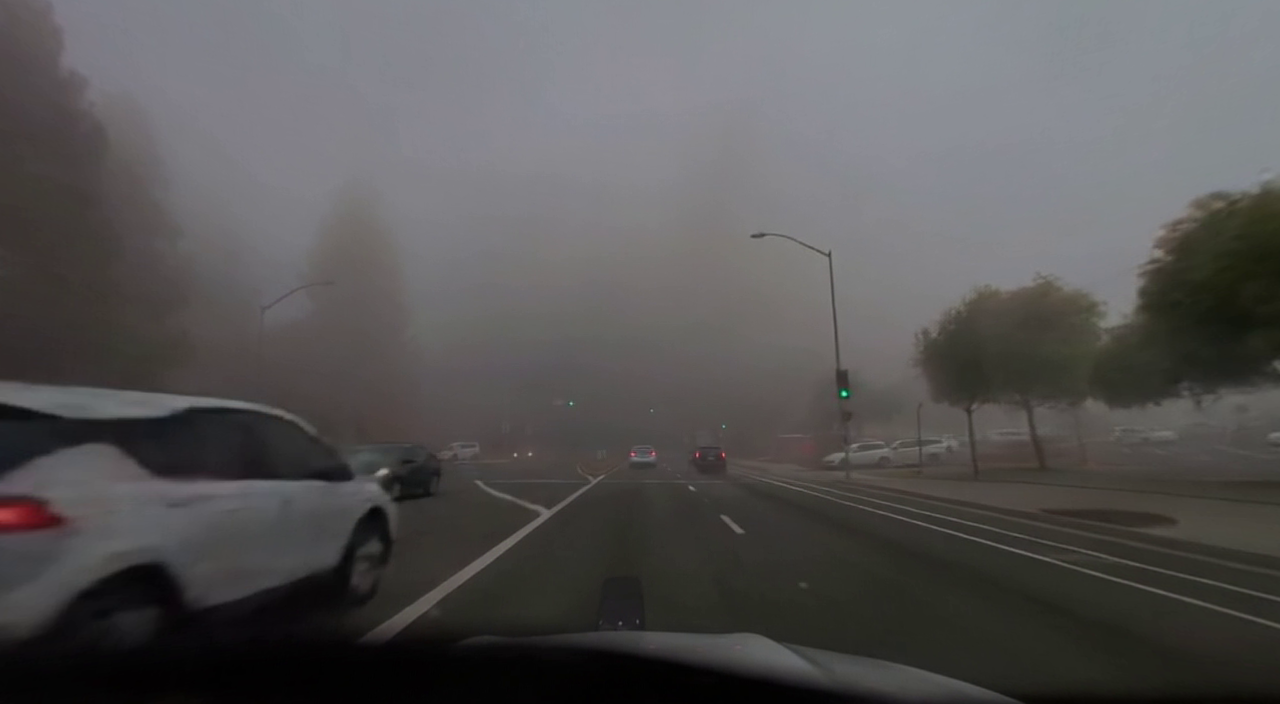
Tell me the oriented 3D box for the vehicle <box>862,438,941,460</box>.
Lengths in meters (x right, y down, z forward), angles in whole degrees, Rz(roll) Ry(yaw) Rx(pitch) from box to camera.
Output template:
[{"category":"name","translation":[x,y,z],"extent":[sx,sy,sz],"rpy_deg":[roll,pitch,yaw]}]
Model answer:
[{"category":"vehicle","translation":[18.583,6.910,45.069],"extent":[4.793,1.470,1.961],"rpy_deg":[0,-9,1]}]

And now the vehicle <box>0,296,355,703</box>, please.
[{"category":"vehicle","translation":[-3.120,0.749,2.253],"extent":[2.092,1.779,4.468],"rpy_deg":[0,-9,0]}]

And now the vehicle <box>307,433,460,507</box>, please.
[{"category":"vehicle","translation":[-6.433,2.989,16.544],"extent":[2.051,1.634,4.593],"rpy_deg":[0,-8,0]}]

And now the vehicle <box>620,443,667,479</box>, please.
[{"category":"vehicle","translation":[0.141,4.697,27.520],"extent":[1.917,1.418,3.987],"rpy_deg":[0,-9,0]}]

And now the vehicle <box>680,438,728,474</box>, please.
[{"category":"vehicle","translation":[3.309,5.458,33.413],"extent":[2.046,1.768,4.370],"rpy_deg":[0,-9,0]}]

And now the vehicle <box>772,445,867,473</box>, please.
[{"category":"vehicle","translation":[9.808,5.875,34.839],"extent":[4.662,1.495,1.998],"rpy_deg":[-1,-9,5]}]
